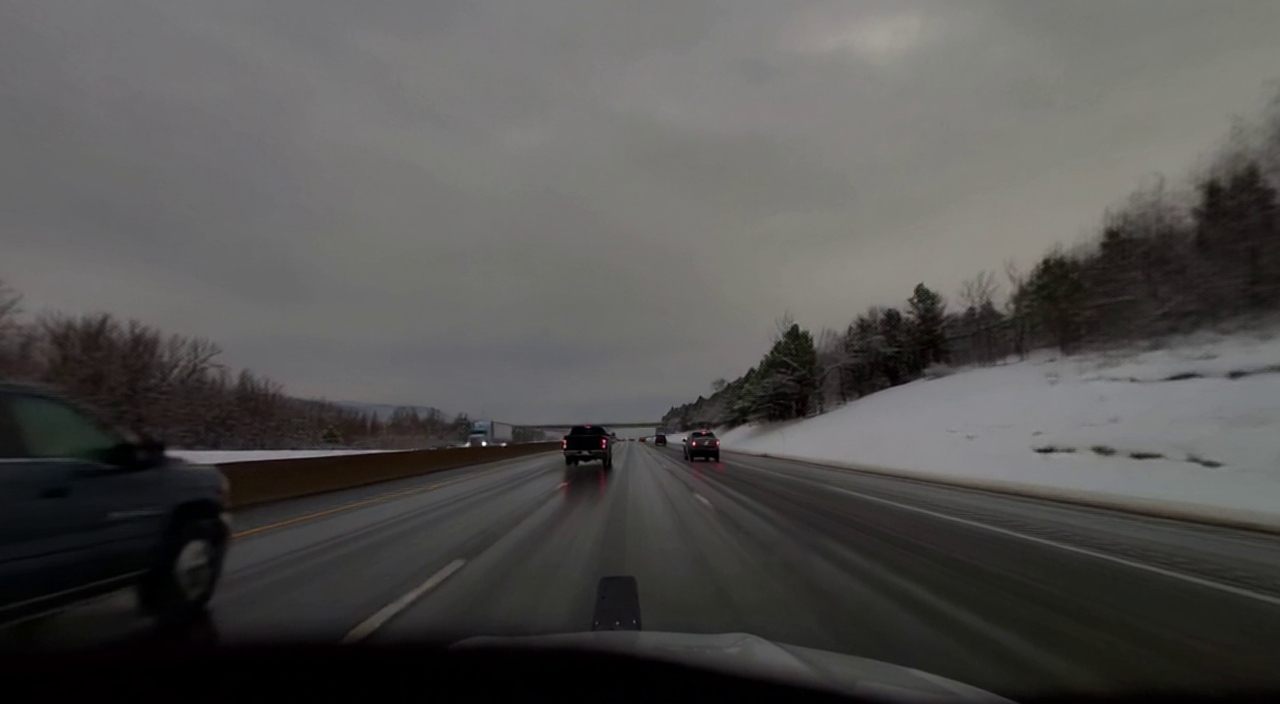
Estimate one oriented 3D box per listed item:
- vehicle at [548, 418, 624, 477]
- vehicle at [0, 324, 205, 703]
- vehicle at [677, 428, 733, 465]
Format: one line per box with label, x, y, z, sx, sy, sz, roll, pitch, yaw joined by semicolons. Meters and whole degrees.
vehicle;-1.718;3.239;21.605;2.185;1.772;4.656;0;-8;0
vehicle;-3.745;0.583;1.689;1.997;1.663;4.451;0;-8;-1
vehicle;3.119;4.642;31.170;2.124;1.696;4.173;0;-8;-3
